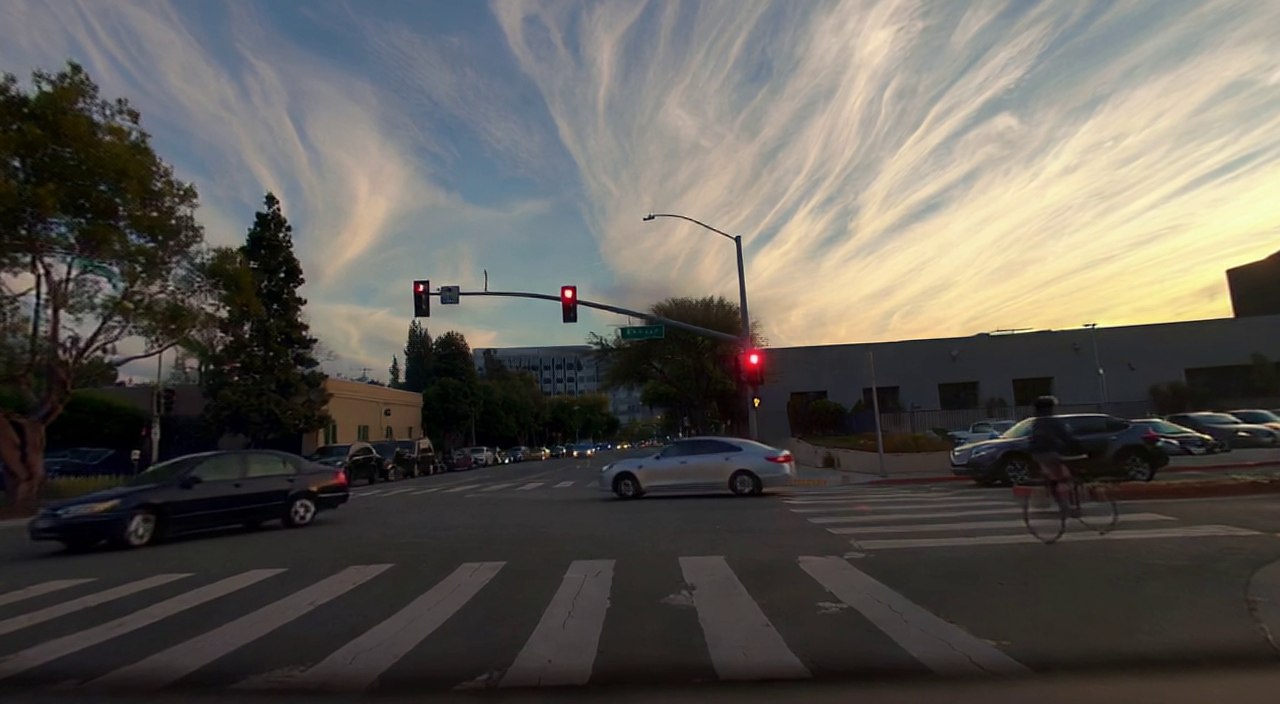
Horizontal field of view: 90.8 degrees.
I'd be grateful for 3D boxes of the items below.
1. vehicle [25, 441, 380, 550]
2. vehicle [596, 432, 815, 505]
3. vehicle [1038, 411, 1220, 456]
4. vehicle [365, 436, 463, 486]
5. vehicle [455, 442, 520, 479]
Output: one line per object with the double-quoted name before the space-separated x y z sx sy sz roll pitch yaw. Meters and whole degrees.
"vehicle" -7.017 2.236 10.570 4.533 1.419 1.755 8 -12 -42
"vehicle" 1.329 2.509 13.700 4.385 1.419 1.855 -1 -9 2
"vehicle" 16.899 2.904 22.135 4.560 1.453 1.851 -3 -9 18
"vehicle" -10.167 4.952 29.055 2.475 1.940 5.702 -3 -9 0
"vehicle" -6.977 4.990 29.319 2.024 1.470 4.153 -3 -9 -1
